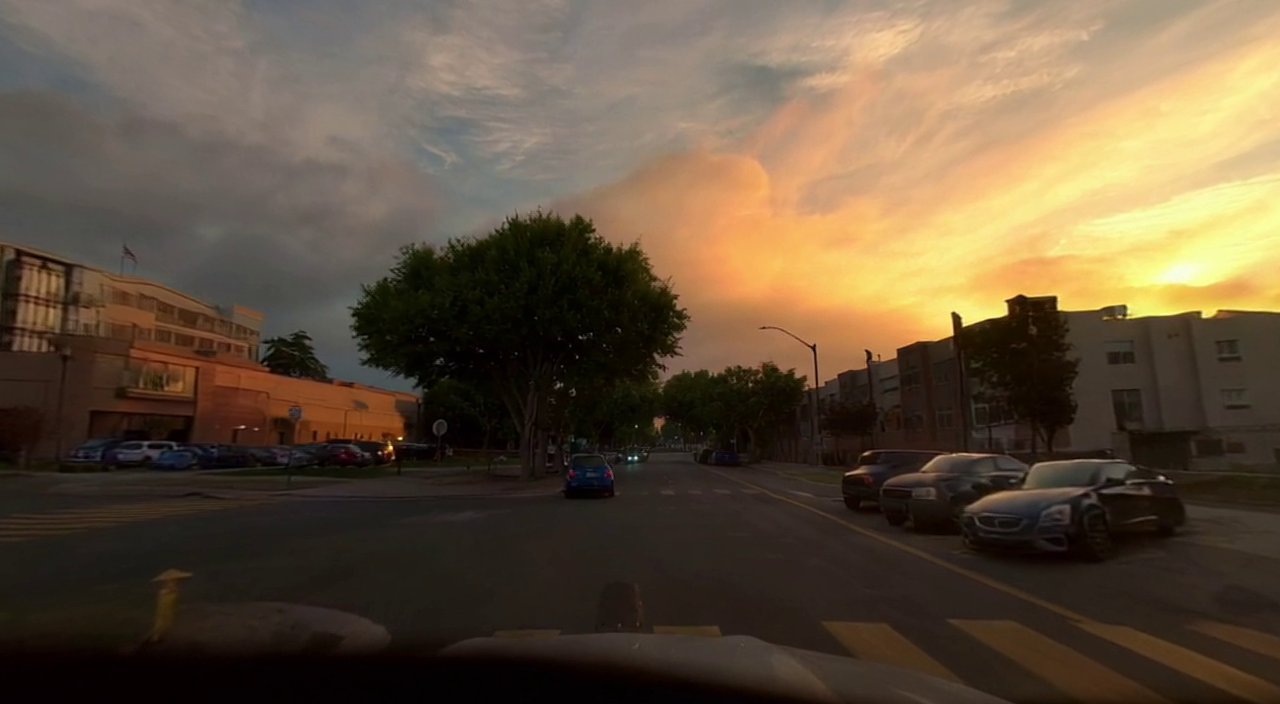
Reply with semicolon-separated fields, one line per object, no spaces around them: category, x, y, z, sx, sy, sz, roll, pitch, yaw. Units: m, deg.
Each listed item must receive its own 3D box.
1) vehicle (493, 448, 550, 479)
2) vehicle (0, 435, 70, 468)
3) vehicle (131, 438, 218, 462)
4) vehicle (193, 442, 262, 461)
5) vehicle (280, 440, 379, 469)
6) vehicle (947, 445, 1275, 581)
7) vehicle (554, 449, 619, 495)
vehicle;-6.240;5.923;33.860;2.049;1.490;4.501;0;-9;2
vehicle;-31.971;5.068;32.247;3.915;1.574;1.850;0;-9;3
vehicle;-32.131;6.775;43.674;4.410;1.611;1.880;0;-9;-2
vehicle;-32.323;7.799;49.529;4.101;1.412;1.784;0;-9;-2
vehicle;-18.553;6.158;37.958;4.892;1.679;1.927;1;-9;-7
vehicle;6.545;2.049;8.789;4.097;1.476;1.864;4;-9;-26
vehicle;-1.876;4.223;22.705;2.065;1.450;4.522;1;-9;-4
